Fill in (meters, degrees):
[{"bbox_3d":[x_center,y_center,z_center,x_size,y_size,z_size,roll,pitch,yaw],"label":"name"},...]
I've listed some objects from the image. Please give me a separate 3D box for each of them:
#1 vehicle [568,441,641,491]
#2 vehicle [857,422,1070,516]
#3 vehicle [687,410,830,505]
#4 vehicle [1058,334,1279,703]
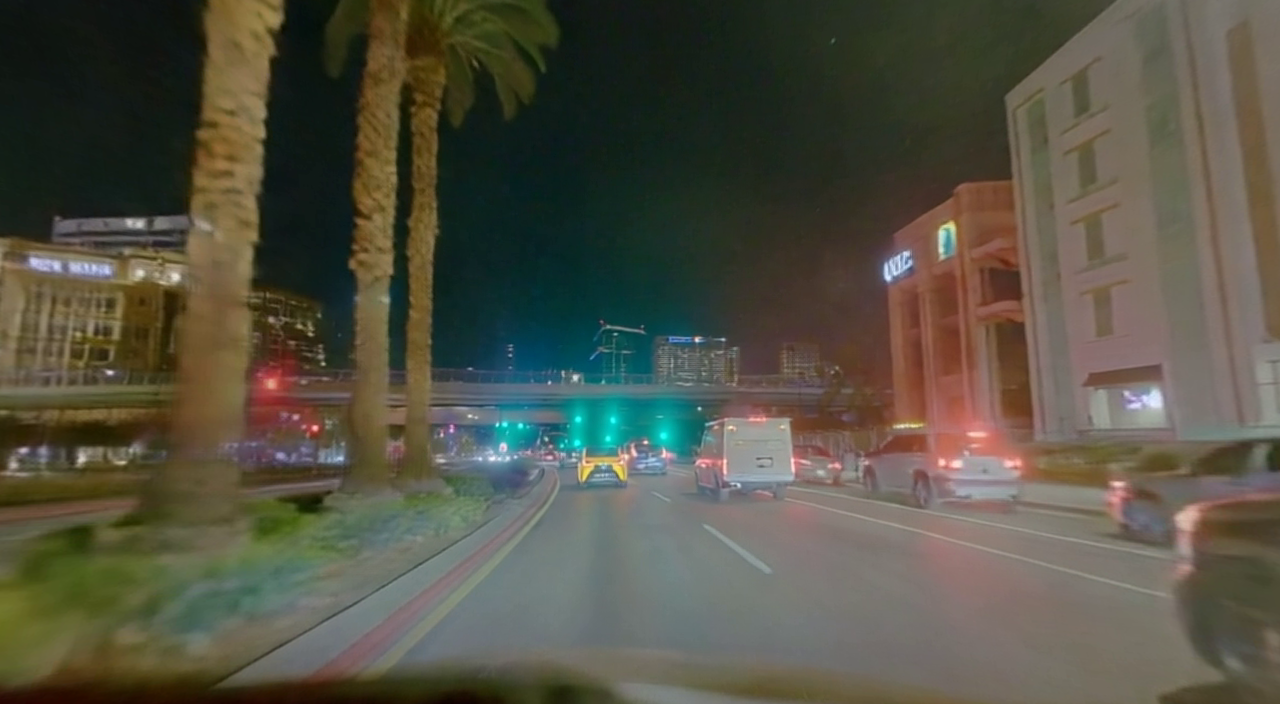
[{"bbox_3d":[-1.461,4.184,23.610,2.332,1.625,4.933,1,-9,-8],"label":"vehicle"},{"bbox_3d":[6.977,2.572,14.415,2.164,1.745,4.677,0,-9,-3],"label":"vehicle"},{"bbox_3d":[2.965,2.844,17.348,2.434,2.171,5.098,0,-9,-6],"label":"vehicle"},{"bbox_3d":[3.606,0.633,1.545,2.151,1.695,4.258,-1,-9,-1],"label":"vehicle"}]
